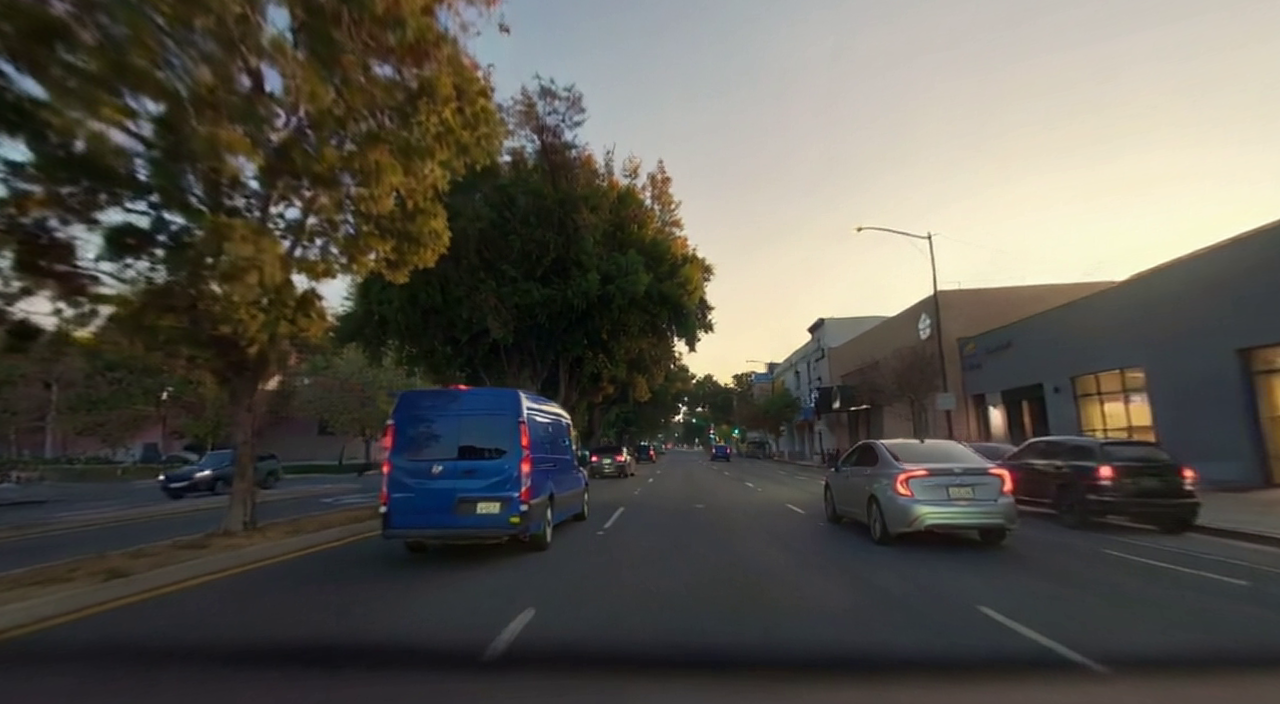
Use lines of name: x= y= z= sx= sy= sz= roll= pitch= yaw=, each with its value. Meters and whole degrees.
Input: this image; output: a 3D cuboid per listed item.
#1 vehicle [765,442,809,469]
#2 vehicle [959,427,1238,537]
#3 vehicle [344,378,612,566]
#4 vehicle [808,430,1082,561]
vehicle: x=10.010 y=7.068 z=43.427 sx=2.017 sy=1.745 sz=4.670 roll=-1 pitch=-9 yaw=2
vehicle: x=7.930 y=2.266 z=11.577 sx=1.983 sy=1.618 sz=4.108 roll=0 pitch=-9 yaw=0
vehicle: x=-2.009 y=1.802 z=10.170 sx=2.490 sy=2.153 sz=5.594 roll=-1 pitch=-9 yaw=4
vehicle: x=4.124 y=2.003 z=9.622 sx=2.021 sy=1.491 sz=4.563 roll=-1 pitch=-9 yaw=2
